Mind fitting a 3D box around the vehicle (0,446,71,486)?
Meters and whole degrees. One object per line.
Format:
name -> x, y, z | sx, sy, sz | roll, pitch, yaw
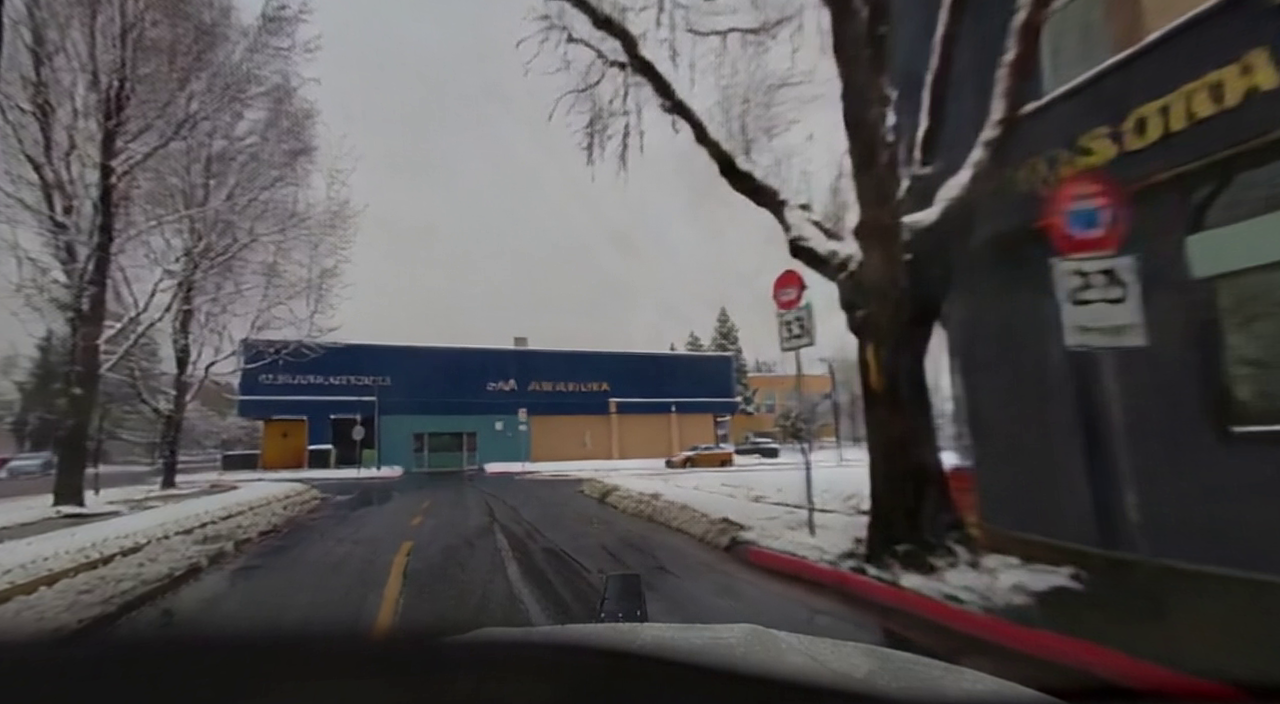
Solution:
vehicle -> -35.169, 6.502, 36.239 | 1.870, 1.563, 4.039 | 18, -11, -19
